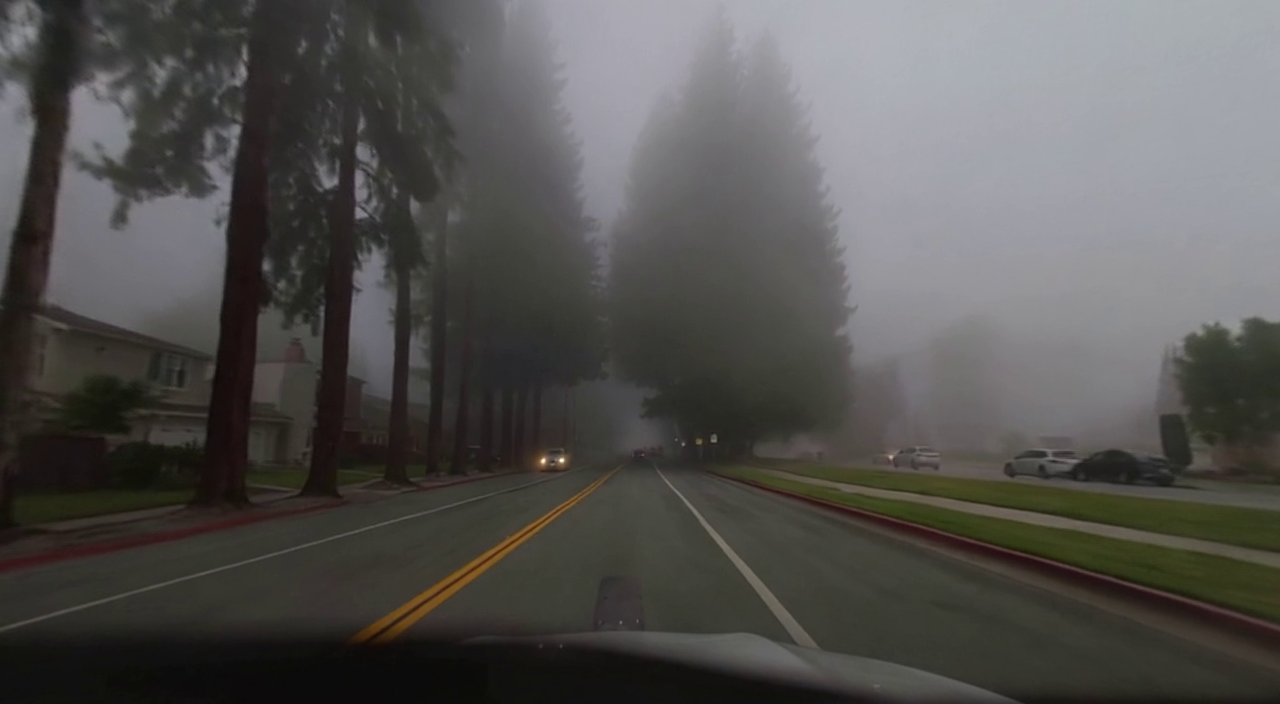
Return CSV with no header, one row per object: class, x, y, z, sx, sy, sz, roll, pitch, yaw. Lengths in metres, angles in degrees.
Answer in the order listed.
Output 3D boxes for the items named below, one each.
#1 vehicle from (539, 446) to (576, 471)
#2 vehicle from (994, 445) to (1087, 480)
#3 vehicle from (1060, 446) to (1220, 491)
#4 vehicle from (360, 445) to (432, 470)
vehicle,-6.323,8.191,48.735,2.108,1.793,4.864,0,-9,1
vehicle,18.649,5.138,29.622,1.755,1.521,3.968,0,-9,0
vehicle,18.205,4.249,23.389,1.813,1.464,4.925,0,-9,-1
vehicle,-16.529,7.123,42.877,4.045,1.622,1.983,-1,-9,4
